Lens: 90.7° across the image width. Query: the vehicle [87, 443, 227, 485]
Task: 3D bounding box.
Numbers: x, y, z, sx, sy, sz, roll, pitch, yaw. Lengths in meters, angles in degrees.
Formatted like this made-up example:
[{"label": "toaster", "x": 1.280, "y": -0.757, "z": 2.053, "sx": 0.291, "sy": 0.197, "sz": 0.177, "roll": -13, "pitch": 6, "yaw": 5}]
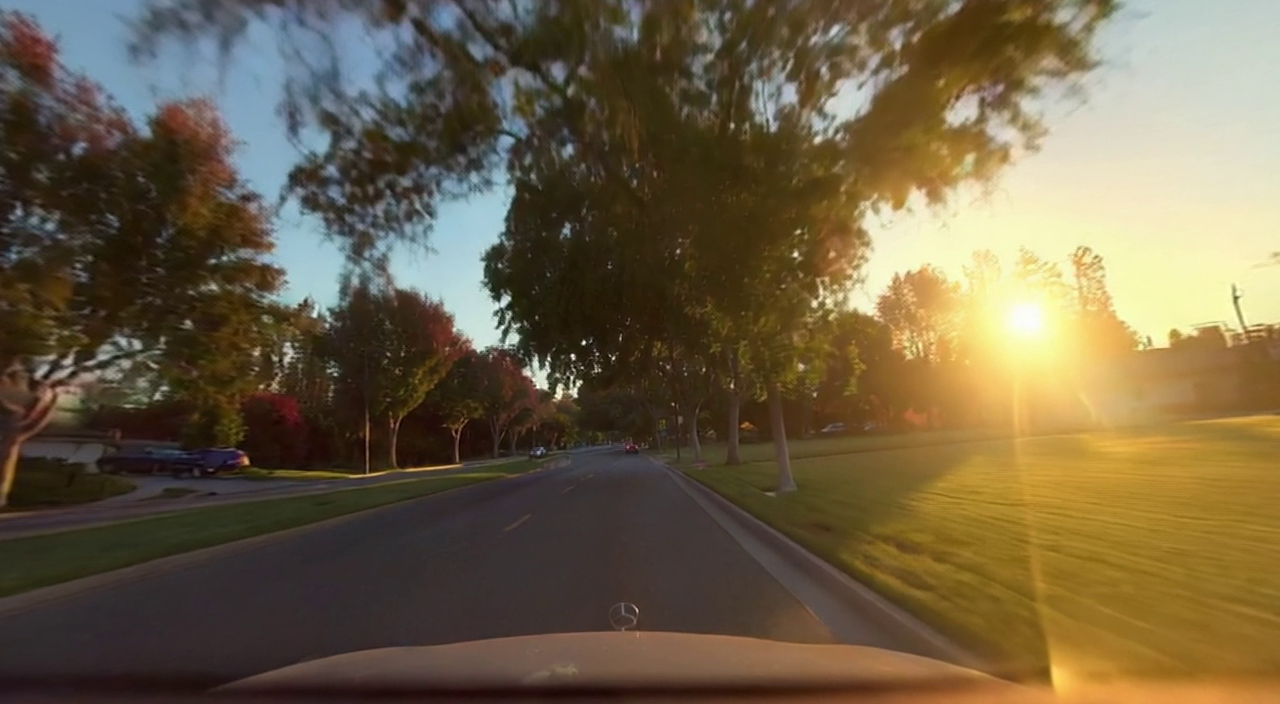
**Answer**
[{"label": "vehicle", "x": -24.809, "y": 5.755, "z": 32.653, "sx": 5.409, "sy": 1.967, "sz": 2.123, "roll": -1, "pitch": -8, "yaw": 0}]
